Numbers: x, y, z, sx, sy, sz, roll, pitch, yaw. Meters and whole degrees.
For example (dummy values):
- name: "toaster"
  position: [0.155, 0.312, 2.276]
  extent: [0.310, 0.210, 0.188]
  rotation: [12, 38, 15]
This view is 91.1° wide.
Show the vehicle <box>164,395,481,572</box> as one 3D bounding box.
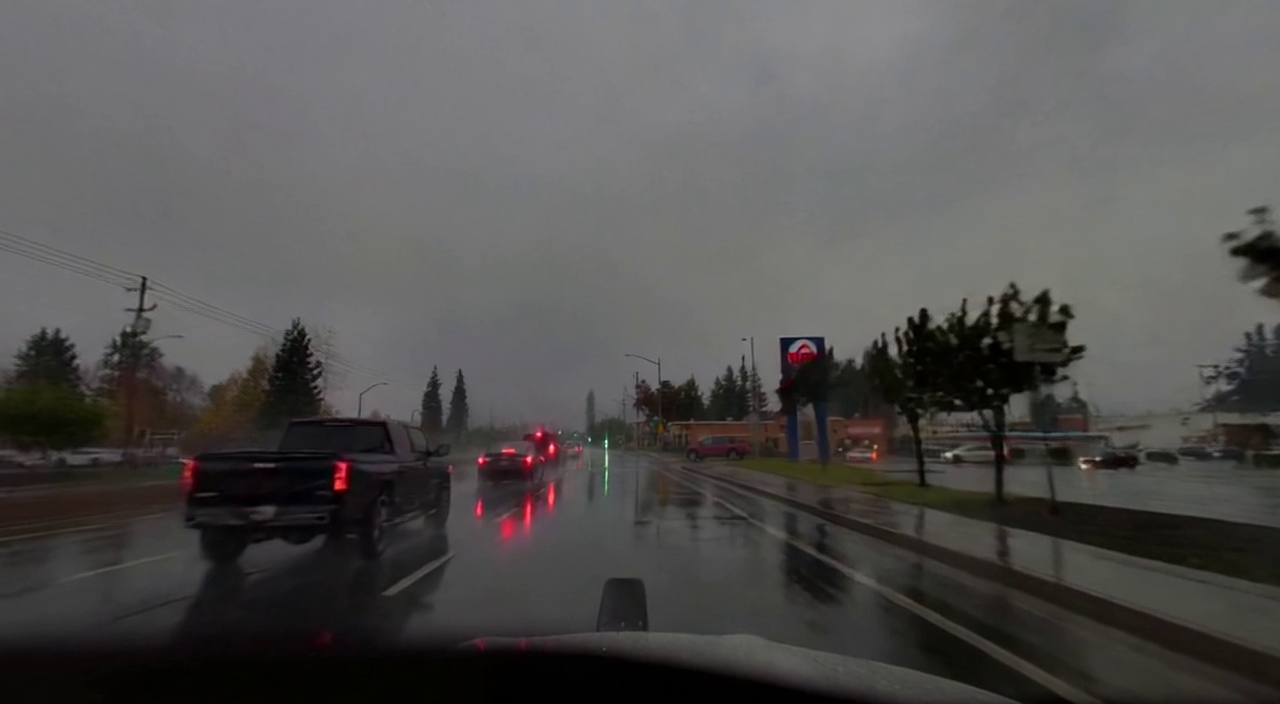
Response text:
- name: "vehicle"
  position: [-4.079, 1.796, 9.386]
  extent: [2.222, 1.899, 5.006]
  rotation: [0, -8, -2]

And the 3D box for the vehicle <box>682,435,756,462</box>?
- name: "vehicle"
  position: [5.445, 6.773, 43.842]
  extent: [4.813, 1.622, 2.110]
  rotation: [-3, -11, 2]

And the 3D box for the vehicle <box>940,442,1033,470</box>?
- name: "vehicle"
  position: [23.775, 7.166, 43.256]
  extent: [5.120, 1.817, 2.154]
  rotation: [-1, -9, 9]

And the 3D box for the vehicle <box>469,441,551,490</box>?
- name: "vehicle"
  position: [-4.205, 3.732, 21.051]
  extent: [2.113, 1.446, 4.309]
  rotation: [1, -8, -4]
